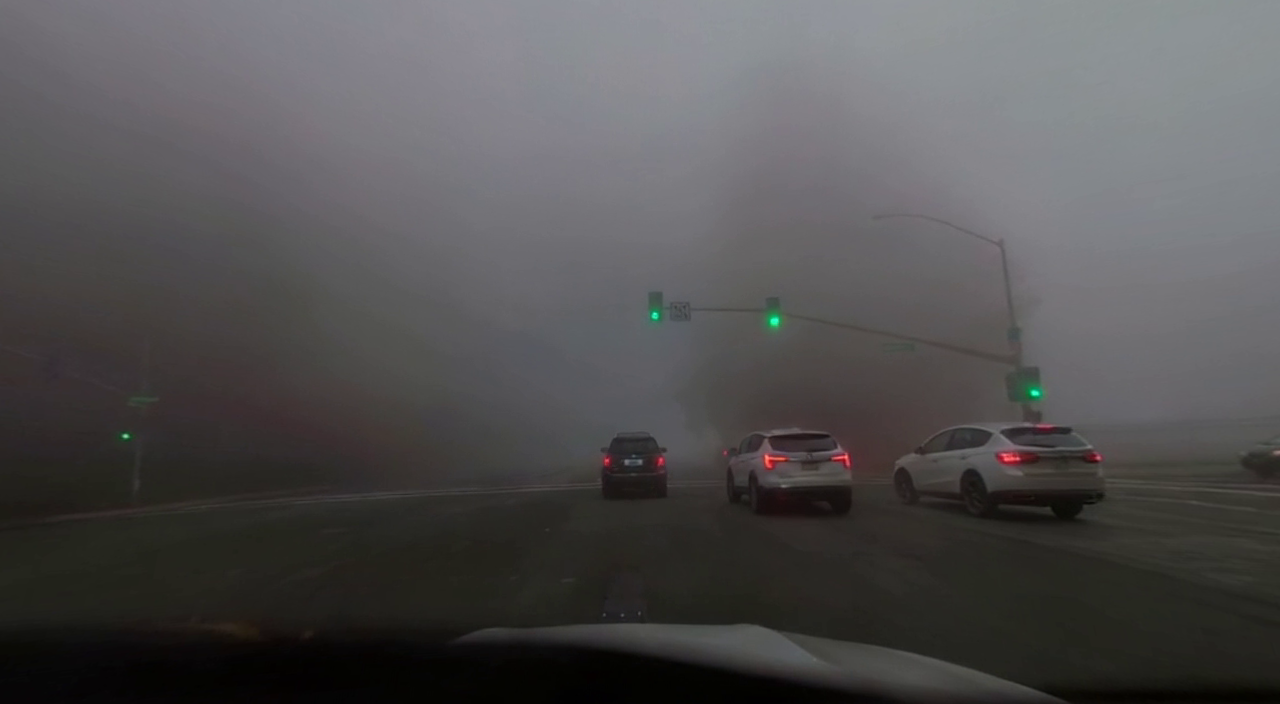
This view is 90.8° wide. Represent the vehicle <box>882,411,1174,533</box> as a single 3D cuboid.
[{"bbox_3d":[7.019,2.247,12.463,2.251,1.873,5.346,0,-9,-1],"label":"vehicle"}]

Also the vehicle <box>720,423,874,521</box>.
[{"bbox_3d":[3.246,2.617,14.384,2.057,1.788,5.216,0,-9,-1],"label":"vehicle"}]

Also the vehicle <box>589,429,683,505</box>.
[{"bbox_3d":[-0.147,3.199,18.015,2.353,1.894,4.122,0,-9,-1],"label":"vehicle"}]
